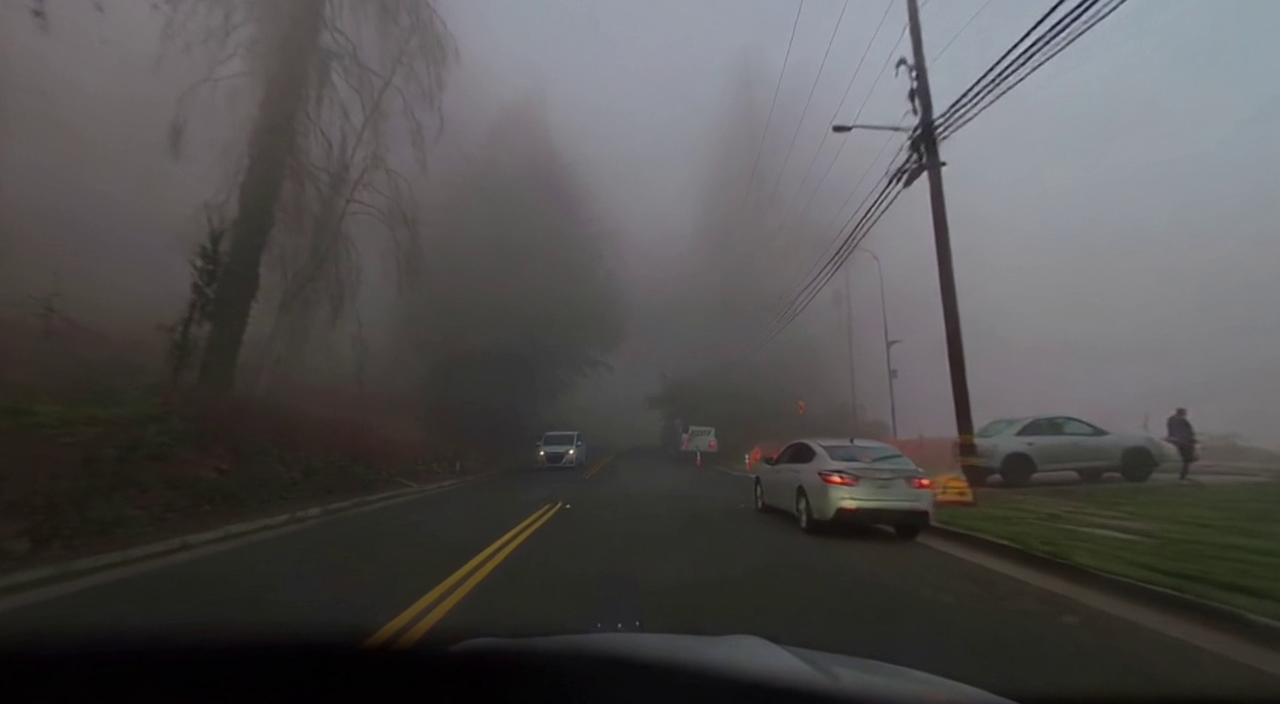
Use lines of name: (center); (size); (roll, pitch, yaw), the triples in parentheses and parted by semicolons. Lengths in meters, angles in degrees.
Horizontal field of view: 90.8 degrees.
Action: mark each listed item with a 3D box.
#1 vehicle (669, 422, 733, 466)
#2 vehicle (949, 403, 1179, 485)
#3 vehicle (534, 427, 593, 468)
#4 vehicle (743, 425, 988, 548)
vehicle: (3.098, 4.940, 33.729); (2.759, 2.114, 6.152); (0, -9, 0)
vehicle: (11.278, 2.493, 17.133); (4.633, 2.059, 2.050); (0, -9, 2)
vehicle: (-3.836, 4.981, 32.895); (2.358, 1.921, 5.675); (0, -9, 0)
vehicle: (3.161, 2.003, 10.145); (2.006, 1.482, 4.722); (0, -9, -3)
